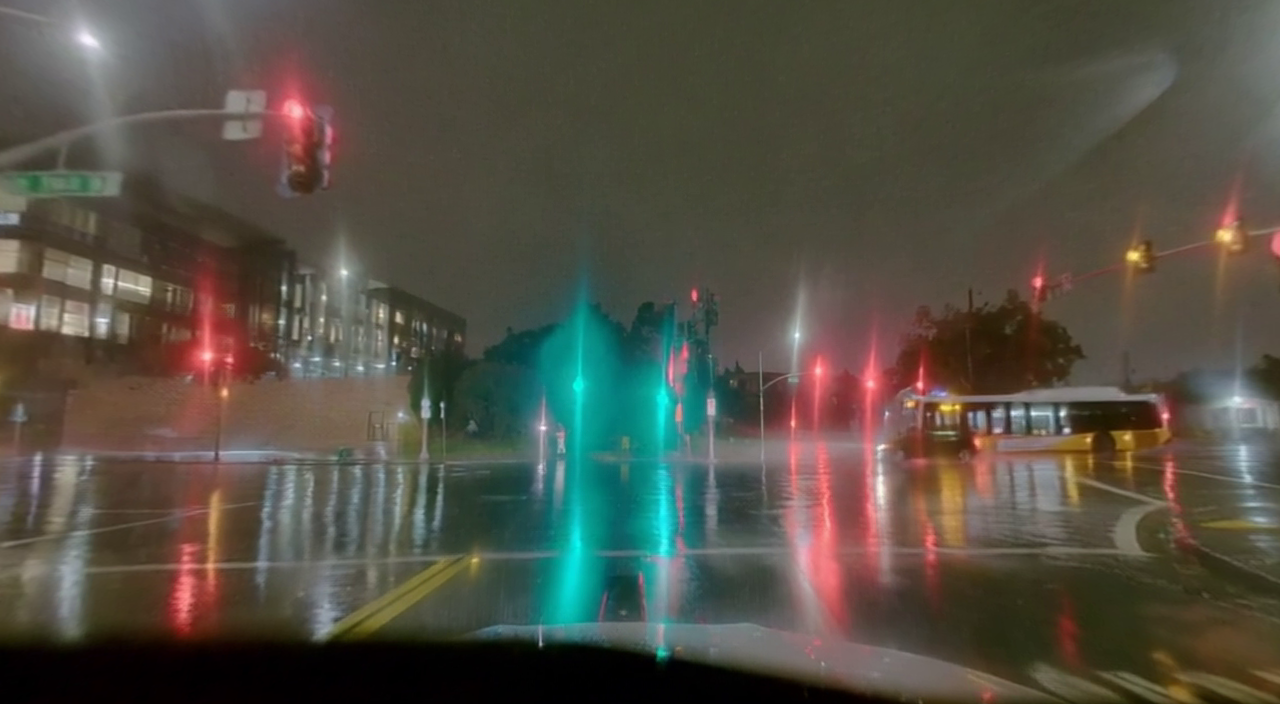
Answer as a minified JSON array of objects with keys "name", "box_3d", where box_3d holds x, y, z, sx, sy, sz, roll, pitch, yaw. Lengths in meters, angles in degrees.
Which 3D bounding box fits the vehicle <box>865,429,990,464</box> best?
[{"name":"vehicle","box_3d":[12.505,4.131,27.511,4.538,1.461,1.805,0,-9,-1]}]

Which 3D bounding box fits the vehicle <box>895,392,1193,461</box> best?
[{"name":"vehicle","box_3d":[19.977,3.804,31.636,12.822,3.296,3.033,0,-9,-1]}]
